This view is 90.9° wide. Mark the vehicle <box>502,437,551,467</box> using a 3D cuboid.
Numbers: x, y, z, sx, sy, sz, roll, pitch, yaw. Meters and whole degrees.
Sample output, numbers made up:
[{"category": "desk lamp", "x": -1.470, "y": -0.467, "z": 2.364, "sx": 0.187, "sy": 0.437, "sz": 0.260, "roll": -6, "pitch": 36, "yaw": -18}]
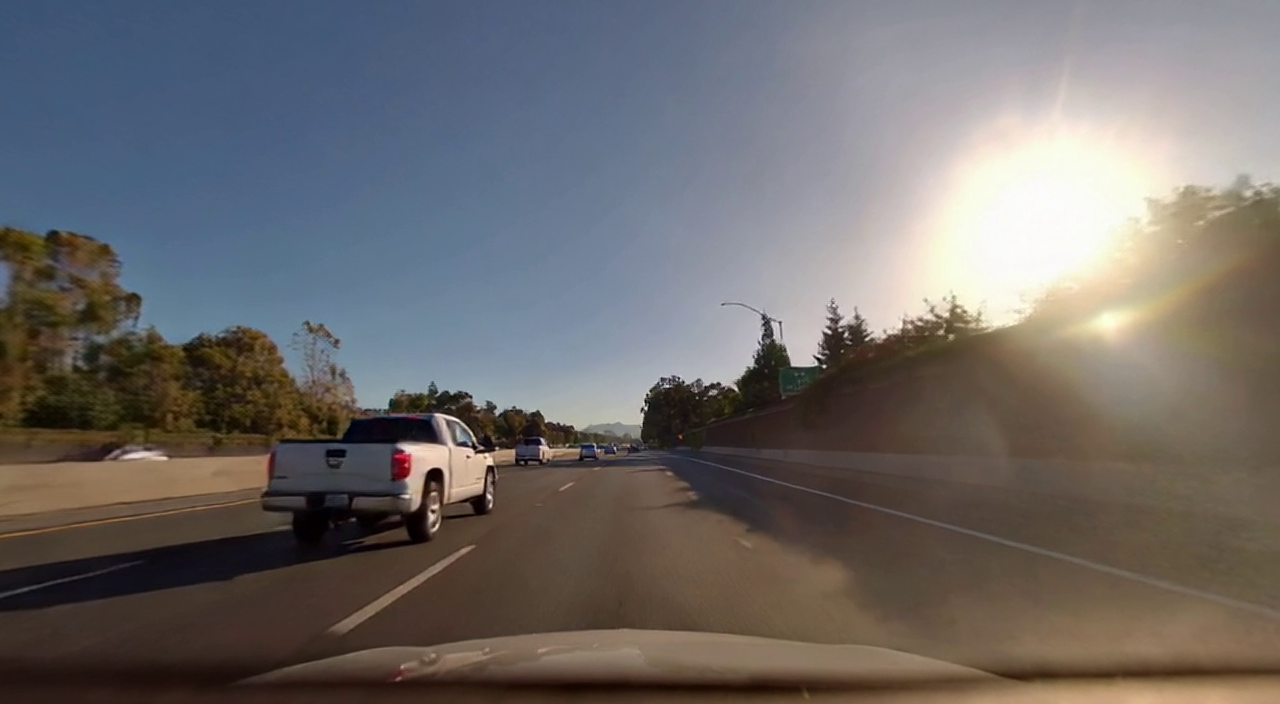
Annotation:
[{"category": "vehicle", "x": -7.850, "y": 6.989, "z": 44.283, "sx": 2.351, "sy": 1.922, "sz": 6.335, "roll": 0, "pitch": -8, "yaw": 0}]

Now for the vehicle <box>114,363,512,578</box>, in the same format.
[{"category": "vehicle", "x": -3.961, "y": 1.662, "z": 9.604, "sx": 2.604, "sy": 2.170, "sz": 6.271, "roll": 0, "pitch": -8, "yaw": 1}]
